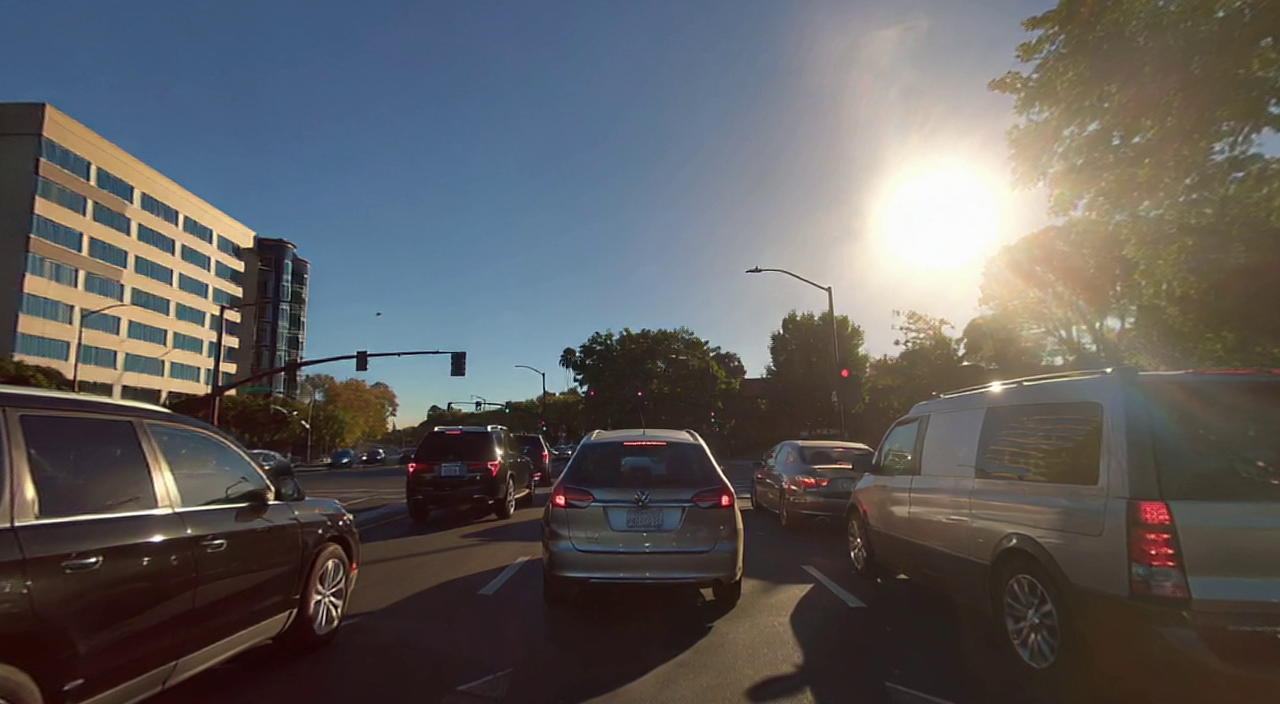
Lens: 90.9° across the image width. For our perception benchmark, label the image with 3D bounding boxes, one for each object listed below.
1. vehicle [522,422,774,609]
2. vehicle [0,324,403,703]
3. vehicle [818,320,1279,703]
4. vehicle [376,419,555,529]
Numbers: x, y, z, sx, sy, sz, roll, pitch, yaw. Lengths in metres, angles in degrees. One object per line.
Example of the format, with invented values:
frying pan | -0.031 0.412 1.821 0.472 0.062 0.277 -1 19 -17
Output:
vehicle | 0.037 1.611 7.117 2.021 1.490 3.948 0 -8 -1
vehicle | -3.106 0.960 3.325 1.982 1.721 4.261 0 -8 1
vehicle | 3.223 1.123 4.887 2.141 1.833 4.704 0 -8 -2
vehicle | -3.167 2.331 12.661 2.117 1.772 4.619 0 -8 2
